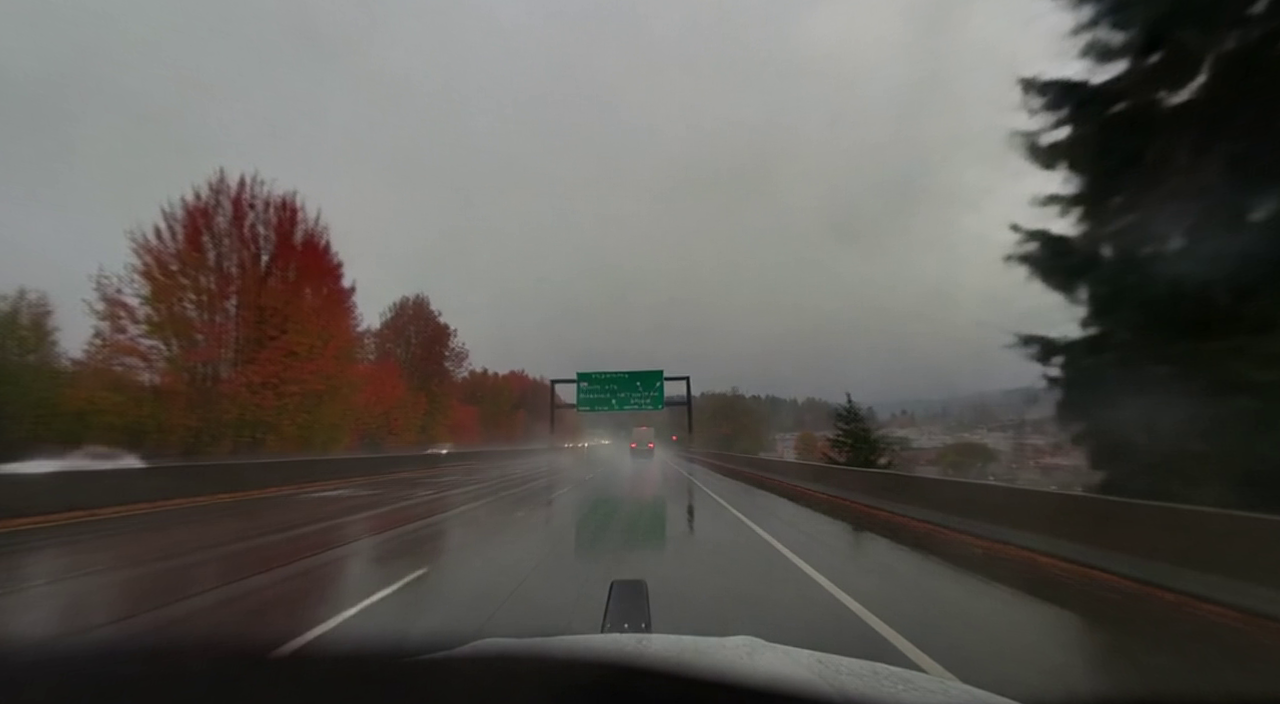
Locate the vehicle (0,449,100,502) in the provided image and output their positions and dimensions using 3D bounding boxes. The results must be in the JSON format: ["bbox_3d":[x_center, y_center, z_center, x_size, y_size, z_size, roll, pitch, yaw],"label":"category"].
[{"bbox_3d":[-20.264,3.910,20.113,1.898,1.546,4.570,0,-8,0],"label":"vehicle"}]
